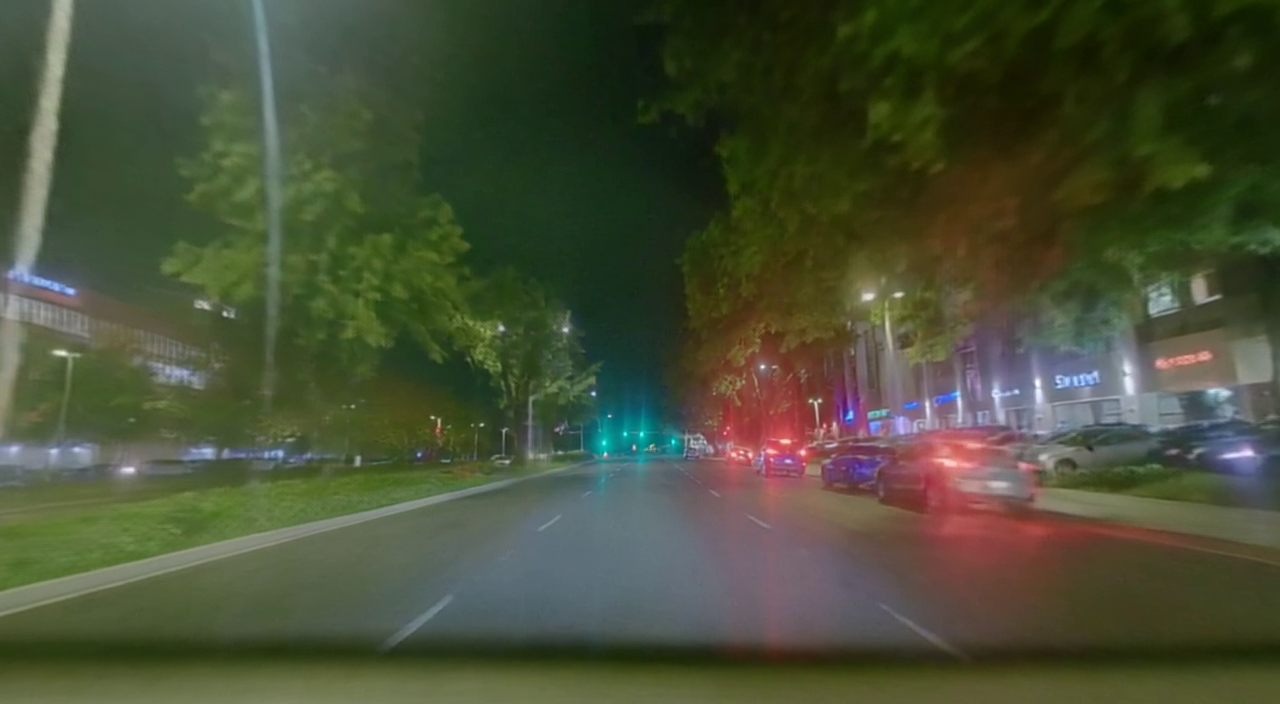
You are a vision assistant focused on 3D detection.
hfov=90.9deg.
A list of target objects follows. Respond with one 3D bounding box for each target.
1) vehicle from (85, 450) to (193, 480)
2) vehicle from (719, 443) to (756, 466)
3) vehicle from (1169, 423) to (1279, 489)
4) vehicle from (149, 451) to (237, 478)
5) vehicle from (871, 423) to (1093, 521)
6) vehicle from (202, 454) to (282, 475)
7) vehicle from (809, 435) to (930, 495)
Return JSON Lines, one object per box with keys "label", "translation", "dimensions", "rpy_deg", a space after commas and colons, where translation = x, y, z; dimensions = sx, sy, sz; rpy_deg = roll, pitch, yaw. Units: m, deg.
{"label": "vehicle", "translation": [-32.209, 7.258, 40.638], "dimensions": [4.963, 1.714, 2.311], "rpy_deg": [-2, -9, -1]}
{"label": "vehicle", "translation": [7.432, 7.873, 48.521], "dimensions": [2.122, 1.602, 4.928], "rpy_deg": [-1, -9, 1]}
{"label": "vehicle", "translation": [16.721, 2.559, 15.689], "dimensions": [5.222, 1.515, 2.044], "rpy_deg": [0, -9, 0]}
{"label": "vehicle", "translation": [-32.184, 8.115, 45.517], "dimensions": [4.663, 1.861, 2.194], "rpy_deg": [0, -9, 2]}
{"label": "vehicle", "translation": [6.986, 2.493, 13.668], "dimensions": [2.084, 1.736, 4.754], "rpy_deg": [0, -8, -1]}
{"label": "vehicle", "translation": [-31.237, 8.839, 49.537], "dimensions": [4.795, 1.555, 2.221], "rpy_deg": [0, -9, 1]}
{"label": "vehicle", "translation": [7.001, 3.491, 19.868], "dimensions": [1.986, 1.634, 4.783], "rpy_deg": [0, -8, 0]}
